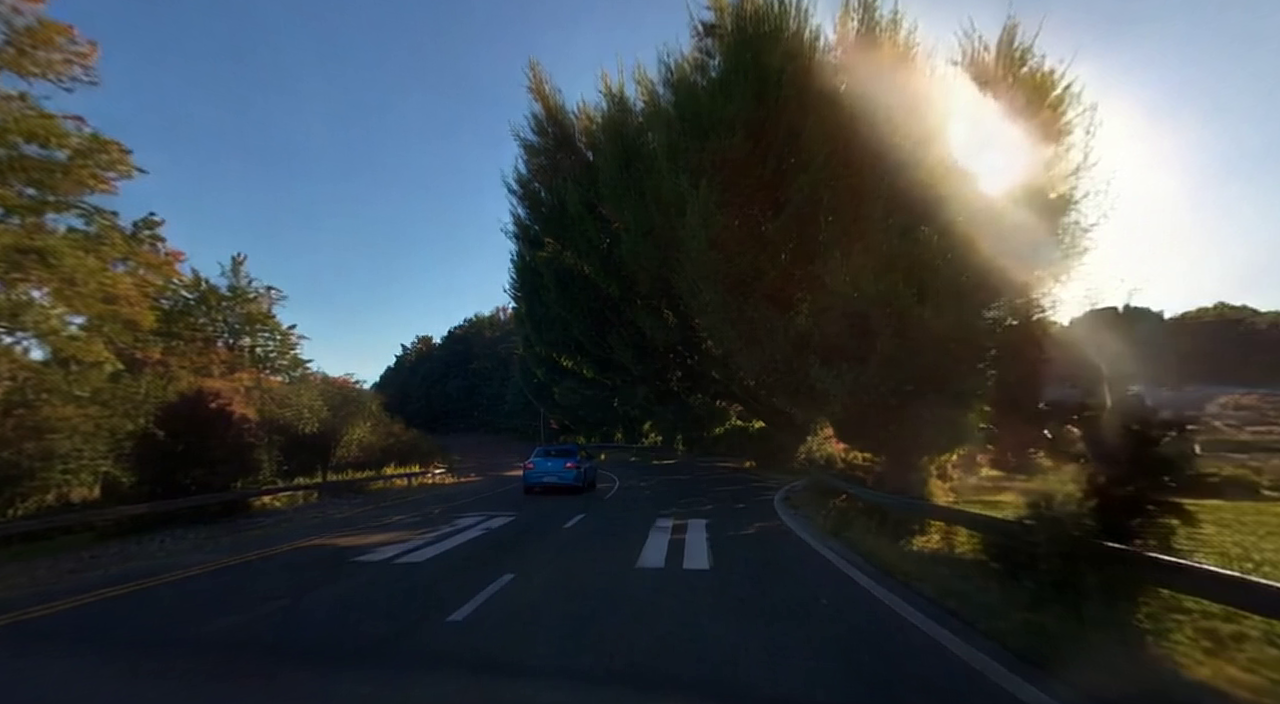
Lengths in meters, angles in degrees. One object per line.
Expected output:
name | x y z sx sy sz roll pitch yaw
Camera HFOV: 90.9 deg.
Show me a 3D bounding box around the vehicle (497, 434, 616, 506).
vehicle | -1.972 2.987 16.259 2.078 1.607 3.959 -1 -9 7
